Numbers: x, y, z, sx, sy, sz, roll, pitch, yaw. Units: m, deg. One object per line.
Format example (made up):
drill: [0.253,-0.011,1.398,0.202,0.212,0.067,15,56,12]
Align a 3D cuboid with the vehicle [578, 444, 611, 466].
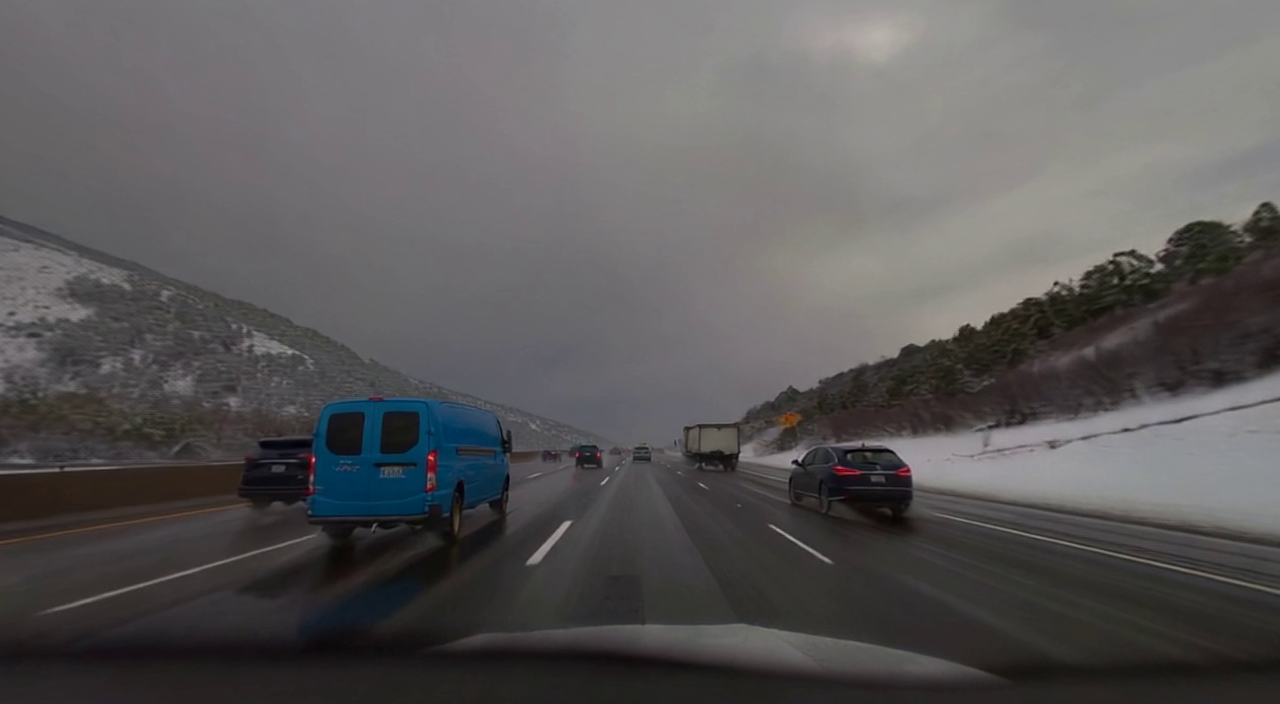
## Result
vehicle: [-3.307,7.641,46.834,2.138,1.581,4.340,0,-9,0]

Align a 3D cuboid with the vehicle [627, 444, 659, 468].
vehicle: [0.170,6.899,41.834,2.014,1.543,3.804,0,-9,0]

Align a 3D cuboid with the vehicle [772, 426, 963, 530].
vehicle: [4.003,2.291,11.968,2.051,1.598,4.145,0,-9,0]

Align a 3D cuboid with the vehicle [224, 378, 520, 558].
vehicle: [-3.857,1.867,10.723,2.421,2.203,5.775,0,-9,1]

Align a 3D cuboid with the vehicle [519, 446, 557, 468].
vehicle: [-7.333,7.594,45.578,2.021,1.500,4.512,0,-9,0]

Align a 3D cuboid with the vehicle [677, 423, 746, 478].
vehicle: [3.765,5.489,35.271,2.877,2.730,7.831,0,-9,0]
